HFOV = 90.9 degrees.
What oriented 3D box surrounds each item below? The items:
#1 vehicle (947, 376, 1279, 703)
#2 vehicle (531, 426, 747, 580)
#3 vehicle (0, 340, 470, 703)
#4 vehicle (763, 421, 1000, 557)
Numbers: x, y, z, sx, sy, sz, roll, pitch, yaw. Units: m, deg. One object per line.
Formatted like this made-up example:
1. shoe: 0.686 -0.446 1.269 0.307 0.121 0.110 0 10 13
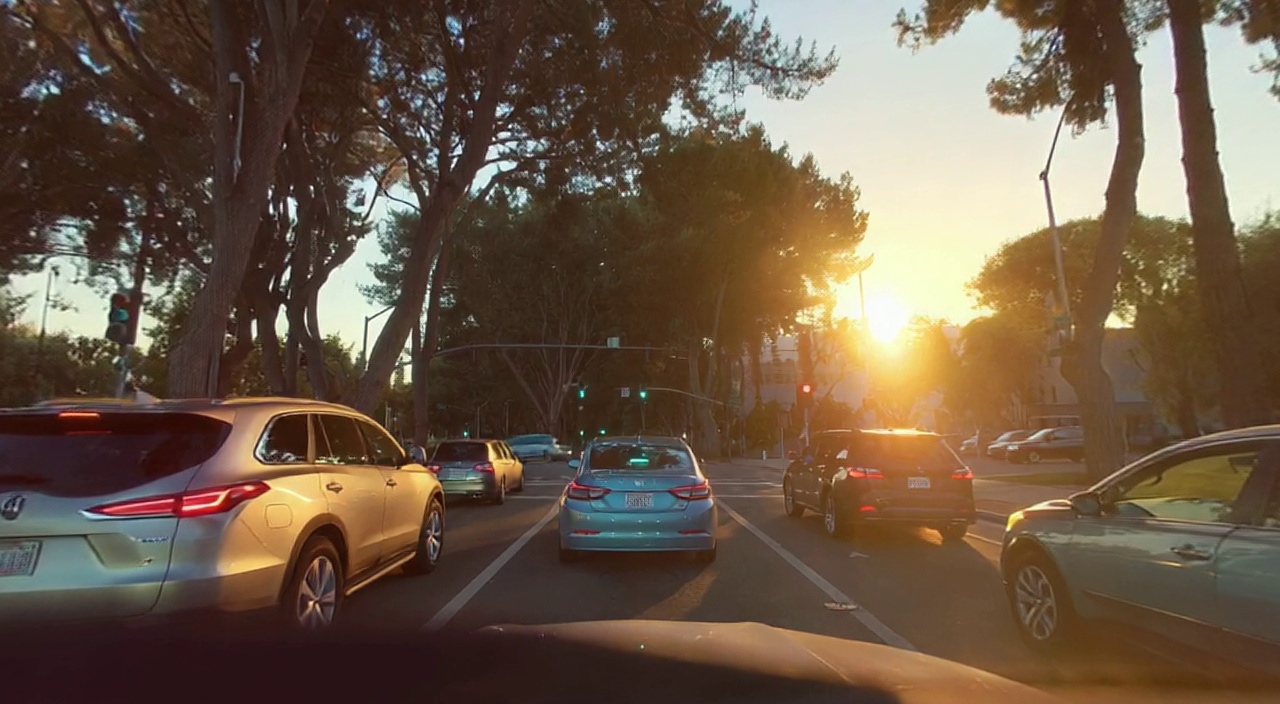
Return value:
1. vehicle: 3.324 0.961 2.829 1.899 1.588 3.888 0 -9 0
2. vehicle: -0.035 1.801 8.319 2.147 1.507 3.953 0 -8 -1
3. vehicle: -3.143 1.162 5.055 2.168 1.750 4.625 -1 -8 1
4. vehicle: 3.412 2.021 10.023 2.040 1.647 4.379 0 -9 1
